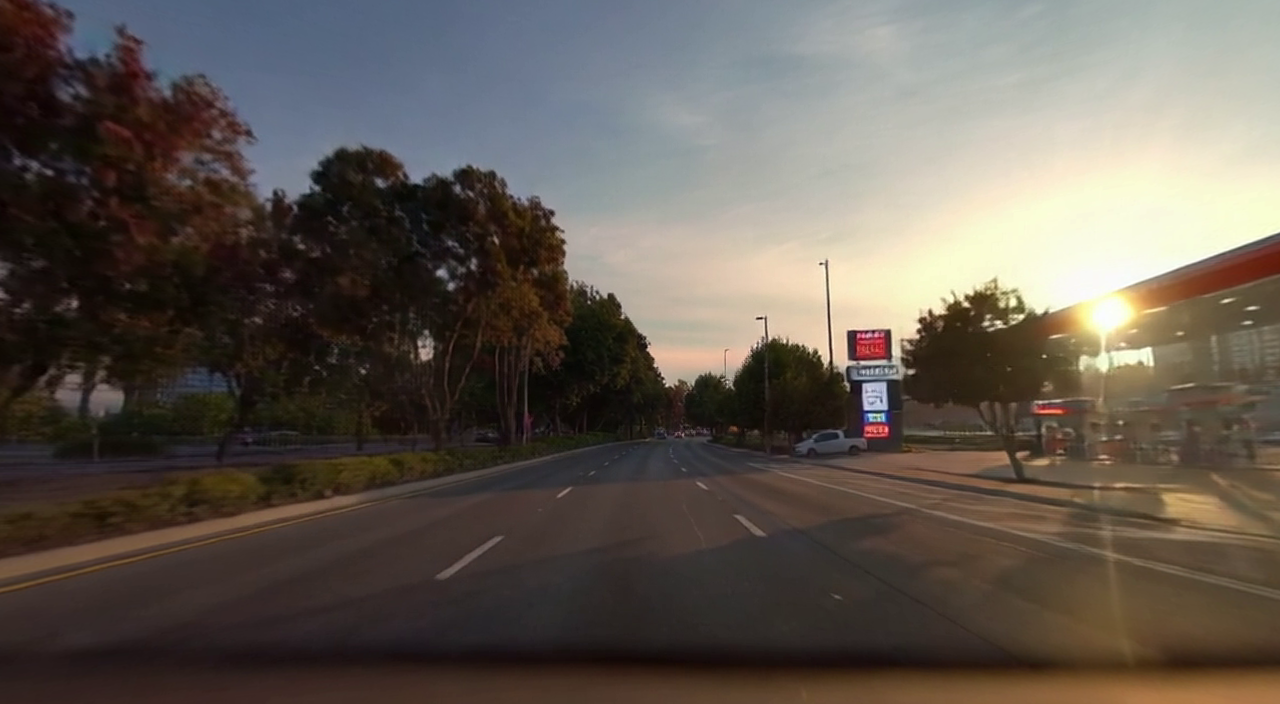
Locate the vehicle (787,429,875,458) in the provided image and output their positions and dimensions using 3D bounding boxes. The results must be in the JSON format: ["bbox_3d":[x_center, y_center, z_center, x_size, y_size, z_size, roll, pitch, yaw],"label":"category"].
[{"bbox_3d":[10.979,5.281,36.551,4.476,1.629,1.953,0,-8,-1],"label":"vehicle"}]
